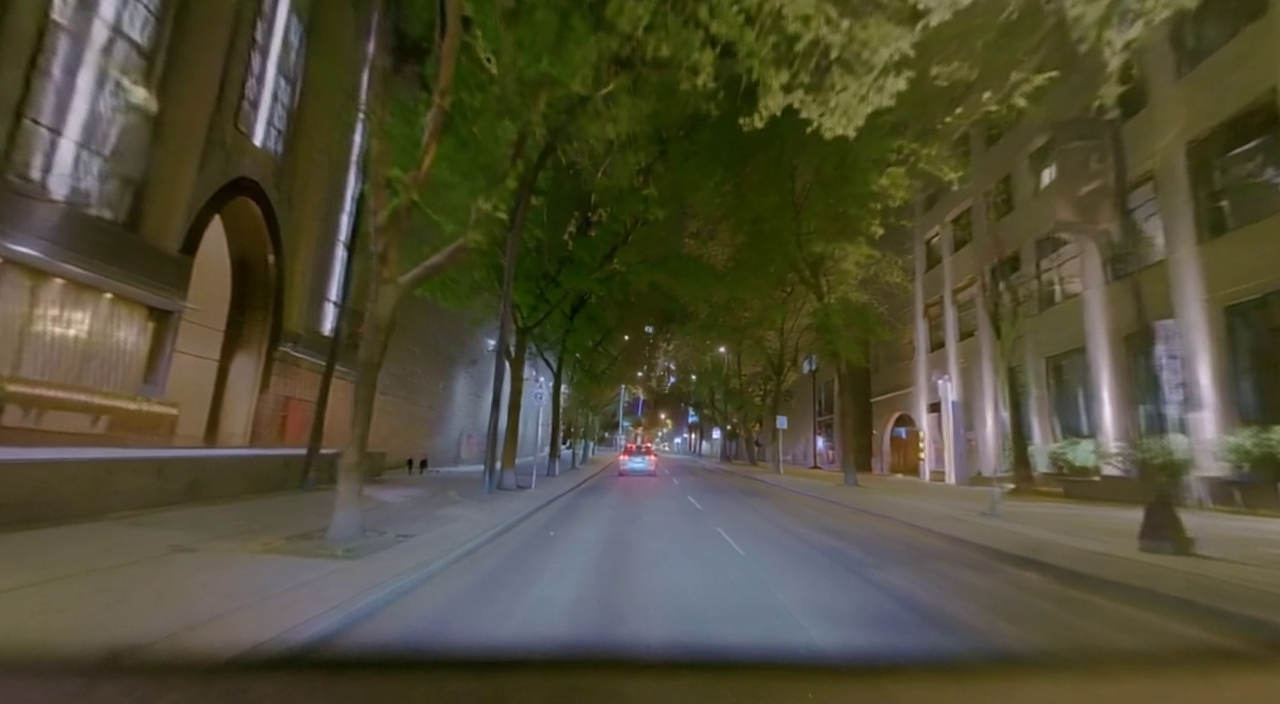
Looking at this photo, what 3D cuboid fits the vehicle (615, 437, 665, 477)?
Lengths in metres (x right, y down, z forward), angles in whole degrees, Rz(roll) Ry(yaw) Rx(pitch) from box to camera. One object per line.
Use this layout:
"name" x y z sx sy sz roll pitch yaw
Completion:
"vehicle" -0.031 4.679 28.265 2.079 1.621 3.861 0 -9 -1
